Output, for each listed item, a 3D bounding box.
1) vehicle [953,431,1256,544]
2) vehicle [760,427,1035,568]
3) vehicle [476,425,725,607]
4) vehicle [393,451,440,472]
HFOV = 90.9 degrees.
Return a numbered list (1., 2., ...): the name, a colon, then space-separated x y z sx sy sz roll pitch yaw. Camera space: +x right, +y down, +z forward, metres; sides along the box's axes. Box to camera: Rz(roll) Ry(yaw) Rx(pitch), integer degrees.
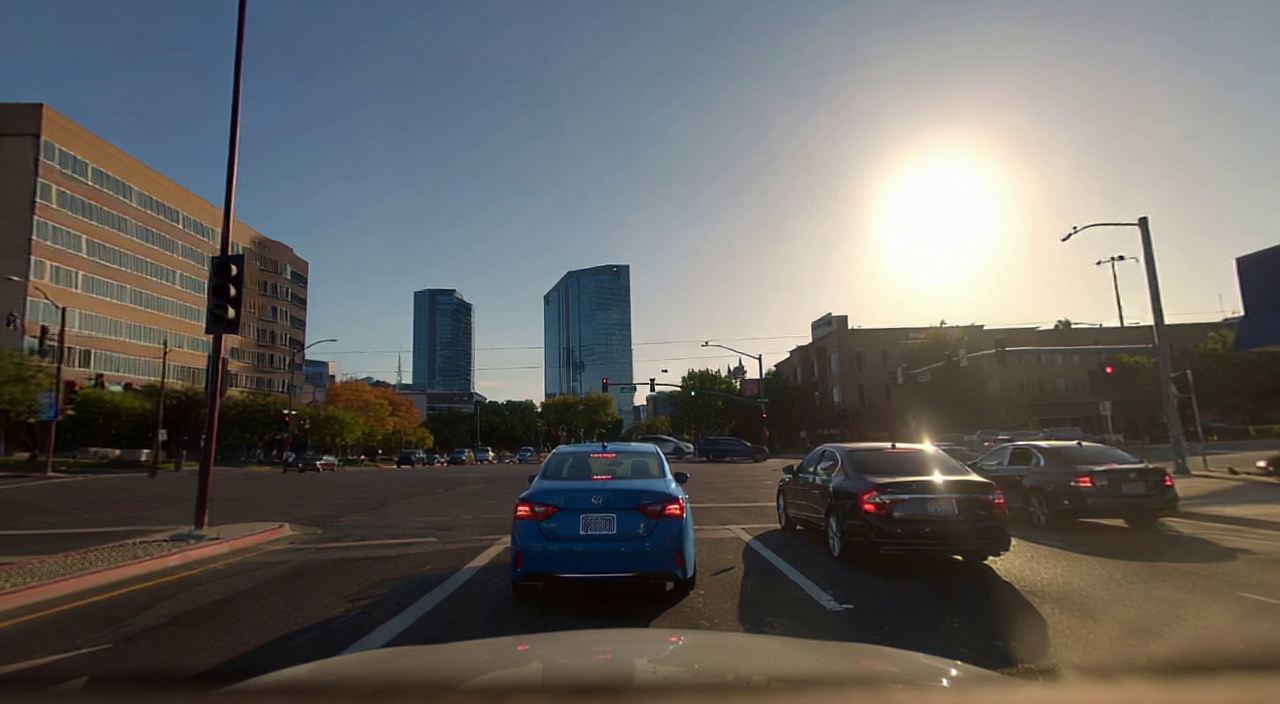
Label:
1. vehicle: 7.435 2.166 10.791 1.908 1.517 4.182 0 -8 -1
2. vehicle: 3.207 1.889 8.972 2.042 1.508 4.109 0 -8 -2
3. vehicle: -0.376 1.654 7.289 2.059 1.477 3.988 0 -8 -1
4. vehicle: -17.164 8.393 48.673 2.048 1.463 4.530 0 -8 -1
